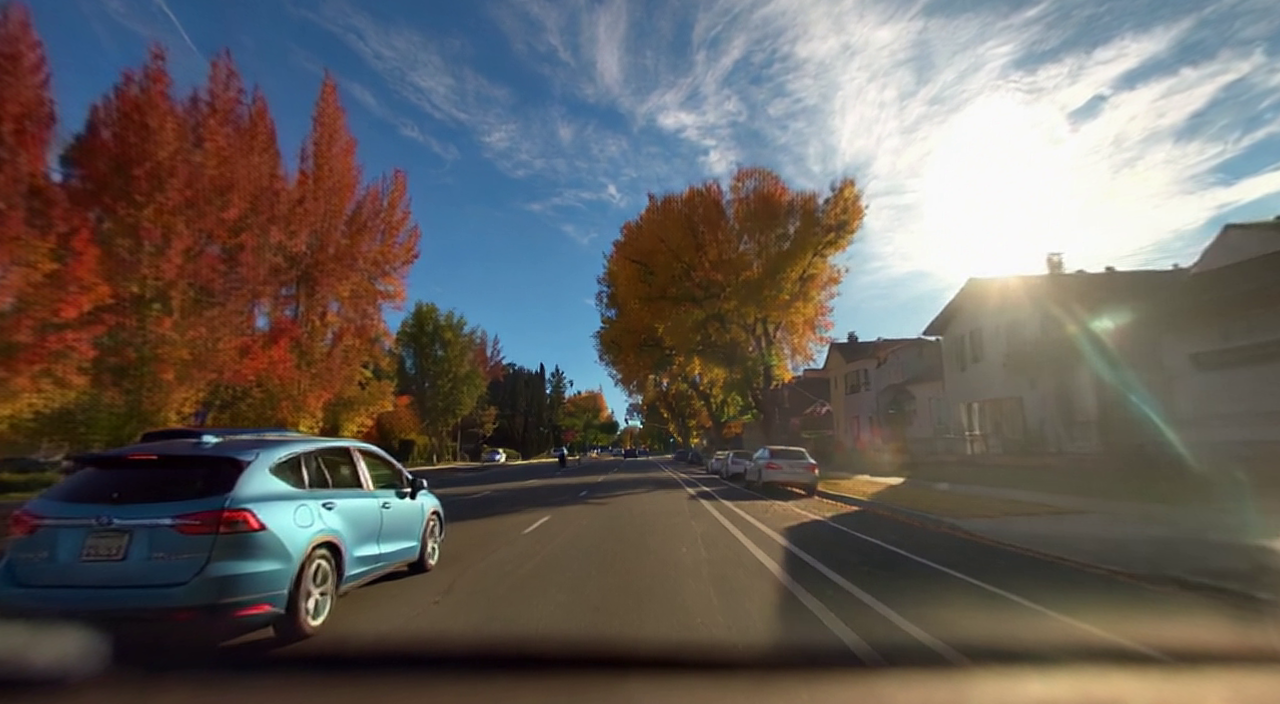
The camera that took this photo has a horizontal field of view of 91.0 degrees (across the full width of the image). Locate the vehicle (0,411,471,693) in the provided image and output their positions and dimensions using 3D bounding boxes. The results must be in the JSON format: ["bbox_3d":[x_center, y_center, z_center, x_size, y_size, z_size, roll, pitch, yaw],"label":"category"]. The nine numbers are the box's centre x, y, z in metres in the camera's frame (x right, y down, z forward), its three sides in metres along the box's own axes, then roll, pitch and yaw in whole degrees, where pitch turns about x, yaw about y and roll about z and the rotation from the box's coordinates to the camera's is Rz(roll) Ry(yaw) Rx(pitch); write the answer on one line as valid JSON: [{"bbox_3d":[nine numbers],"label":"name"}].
[{"bbox_3d":[-3.168,1.414,5.669,1.982,1.478,4.465,0,-9,1],"label":"vehicle"}]

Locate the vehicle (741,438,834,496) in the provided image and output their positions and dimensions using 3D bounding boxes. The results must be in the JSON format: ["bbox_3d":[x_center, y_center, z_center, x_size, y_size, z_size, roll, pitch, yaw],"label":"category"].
[{"bbox_3d":[4.794,3.815,21.179,2.014,1.700,4.369,1,-9,-1],"label":"vehicle"}]

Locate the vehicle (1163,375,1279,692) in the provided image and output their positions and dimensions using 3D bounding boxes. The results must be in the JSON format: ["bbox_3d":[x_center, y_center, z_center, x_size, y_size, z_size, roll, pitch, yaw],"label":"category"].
[{"bbox_3d":[4.698,0.710,1.463,2.164,1.793,5.671,0,-9,1],"label":"vehicle"}]
